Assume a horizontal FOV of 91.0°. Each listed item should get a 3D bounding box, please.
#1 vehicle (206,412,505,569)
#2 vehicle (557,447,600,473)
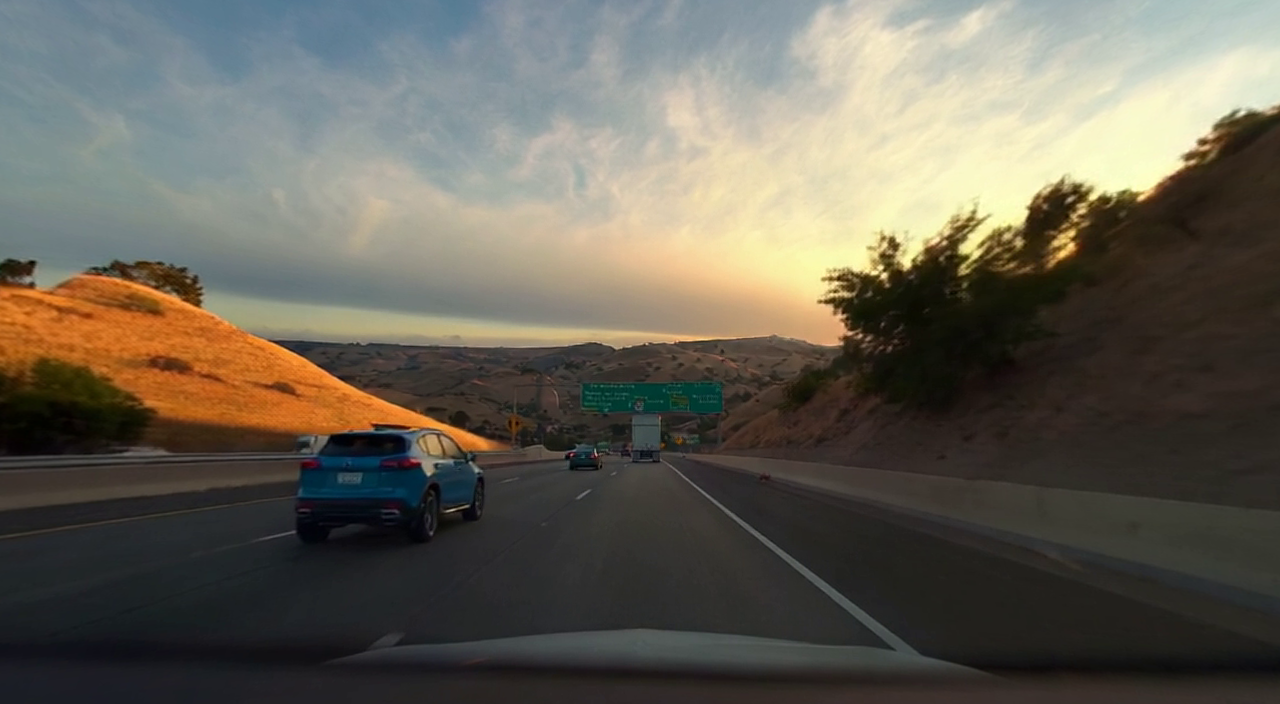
[{"bbox_3d":[-3.702,1.907,9.458,2.194,1.725,4.698,0,-9,1],"label":"vehicle"},{"bbox_3d":[-3.744,6.629,39.026,2.101,1.476,4.471,0,-9,1],"label":"vehicle"}]
